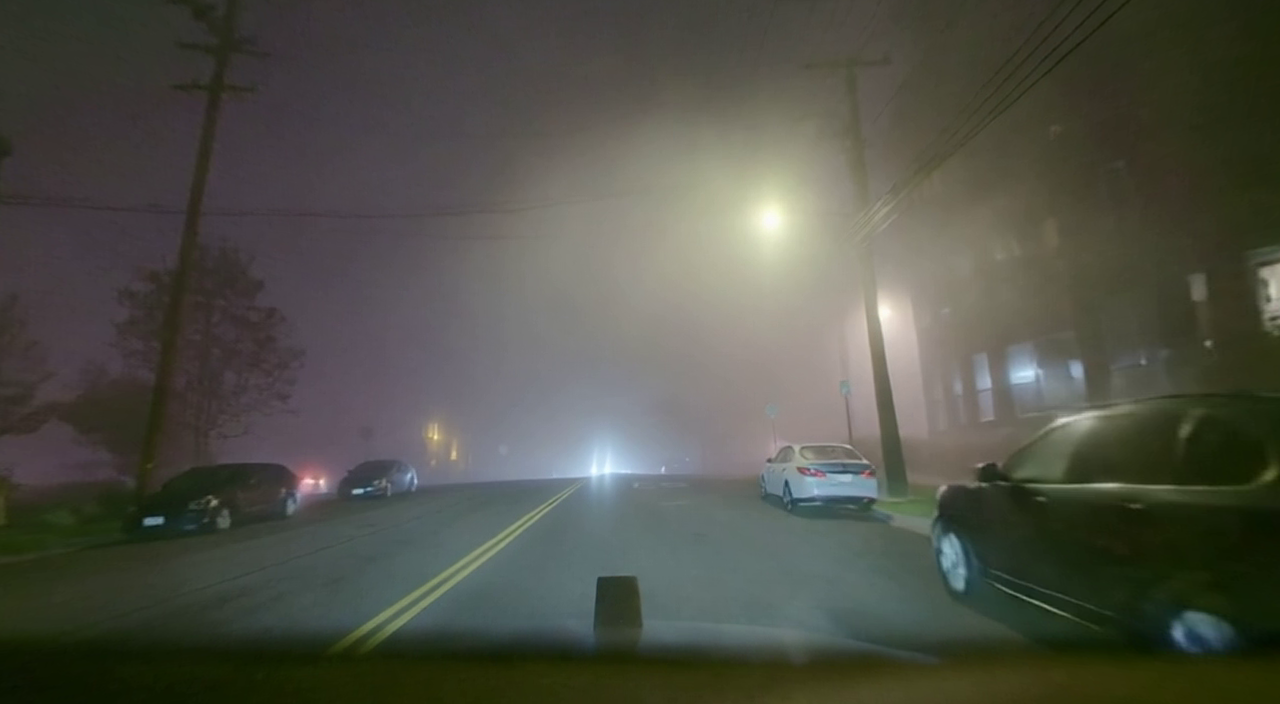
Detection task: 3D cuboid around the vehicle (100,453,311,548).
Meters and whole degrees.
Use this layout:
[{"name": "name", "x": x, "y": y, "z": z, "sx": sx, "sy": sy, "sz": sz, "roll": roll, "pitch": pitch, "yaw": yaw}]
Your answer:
[{"name": "vehicle", "x": -9.407, "y": 3.176, "z": 14.175, "sx": 1.884, "sy": 1.526, "sz": 4.061, "roll": -5, "pitch": -8, "yaw": 0}]

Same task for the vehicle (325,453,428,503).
[{"name": "vehicle", "x": -9.469, "y": 4.534, "z": 23.175, "sx": 2.000, "sy": 1.495, "sz": 4.687, "roll": -2, "pitch": -9, "yaw": -3}]

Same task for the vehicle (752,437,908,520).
[{"name": "vehicle", "x": 3.819, "y": 2.627, "z": 13.707, "sx": 1.946, "sy": 1.468, "sz": 4.721, "roll": 0, "pitch": -9, "yaw": 0}]

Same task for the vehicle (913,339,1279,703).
[{"name": "vehicle", "x": 3.735, "y": 1.041, "z": 4.007, "sx": 2.155, "sy": 1.747, "sz": 4.311, "roll": -1, "pitch": -9, "yaw": 2}]
